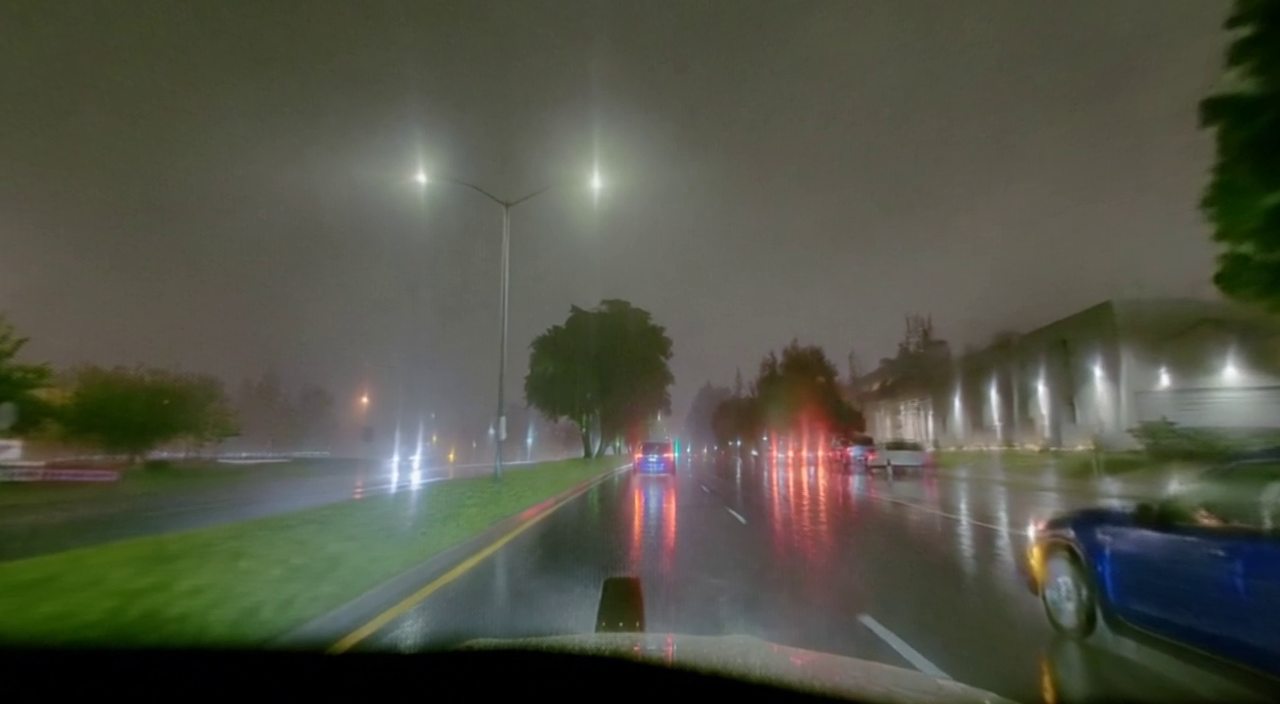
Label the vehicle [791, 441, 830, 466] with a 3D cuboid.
[{"bbox_3d":[13.016,7.757,48.461,2.039,1.826,4.704,-1,-9,5],"label":"vehicle"}]

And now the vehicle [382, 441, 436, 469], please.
[{"bbox_3d":[-15.618,6.995,42.940,2.290,1.758,4.900,1,-9,-6],"label":"vehicle"}]

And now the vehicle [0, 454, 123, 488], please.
[{"bbox_3d":[-26.970,5.437,29.114,4.346,1.434,1.969,2,-9,-13],"label":"vehicle"}]

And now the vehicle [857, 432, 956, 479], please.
[{"bbox_3d":[11.623,4.553,28.049,2.139,1.849,5.246,0,-9,1],"label":"vehicle"}]

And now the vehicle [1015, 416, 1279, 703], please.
[{"bbox_3d":[3.638,0.925,2.265,1.918,1.418,4.360,0,-9,0],"label":"vehicle"}]

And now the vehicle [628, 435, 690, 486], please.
[{"bbox_3d":[0.686,3.945,23.304,2.085,1.693,4.301,0,-9,1],"label":"vehicle"}]
